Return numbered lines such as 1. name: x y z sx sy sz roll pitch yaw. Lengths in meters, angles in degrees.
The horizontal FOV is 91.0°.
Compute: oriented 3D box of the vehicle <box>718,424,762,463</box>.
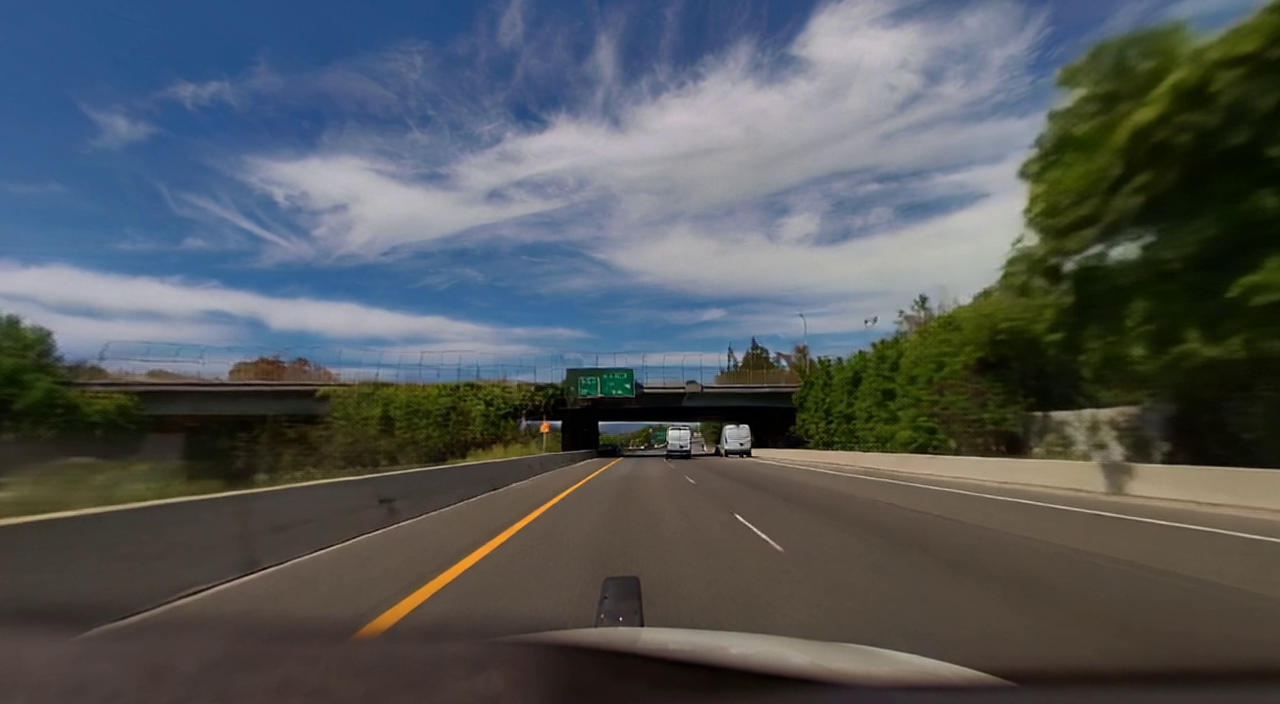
1. vehicle: 7.754 7.196 49.511 2.379 2.819 6.294 0 -8 0
